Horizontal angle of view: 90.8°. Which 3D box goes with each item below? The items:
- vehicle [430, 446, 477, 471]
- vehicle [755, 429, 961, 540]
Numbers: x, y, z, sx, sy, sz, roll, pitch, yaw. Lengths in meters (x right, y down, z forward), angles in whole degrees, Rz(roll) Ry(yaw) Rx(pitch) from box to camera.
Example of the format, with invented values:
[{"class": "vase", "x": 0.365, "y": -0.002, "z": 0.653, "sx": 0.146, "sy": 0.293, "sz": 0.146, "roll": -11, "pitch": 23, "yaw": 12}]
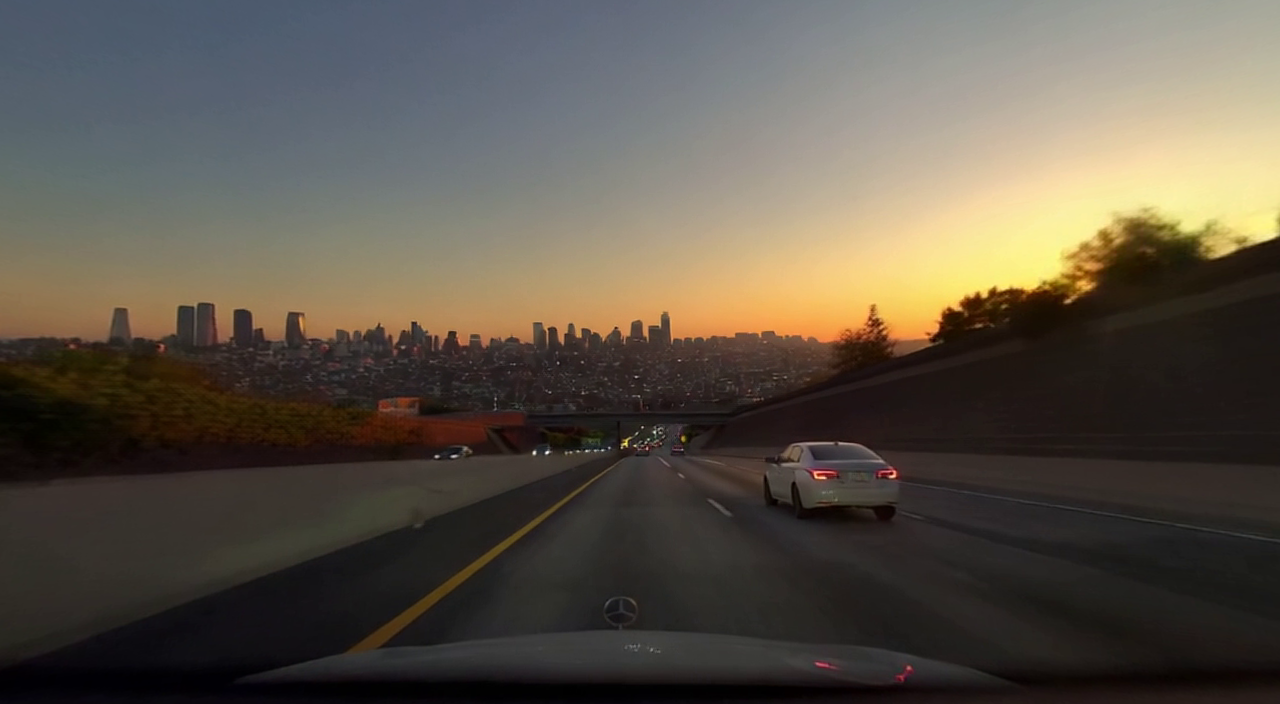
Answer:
[{"class": "vehicle", "x": -14.542, "y": 8.333, "z": 49.503, "sx": 2.106, "sy": 1.809, "sz": 4.622, "roll": 0, "pitch": -8, "yaw": 1}, {"class": "vehicle", "x": 3.481, "y": 2.198, "z": 11.197, "sx": 1.982, "sy": 1.533, "sz": 4.612, "roll": 0, "pitch": -8, "yaw": 0}]
